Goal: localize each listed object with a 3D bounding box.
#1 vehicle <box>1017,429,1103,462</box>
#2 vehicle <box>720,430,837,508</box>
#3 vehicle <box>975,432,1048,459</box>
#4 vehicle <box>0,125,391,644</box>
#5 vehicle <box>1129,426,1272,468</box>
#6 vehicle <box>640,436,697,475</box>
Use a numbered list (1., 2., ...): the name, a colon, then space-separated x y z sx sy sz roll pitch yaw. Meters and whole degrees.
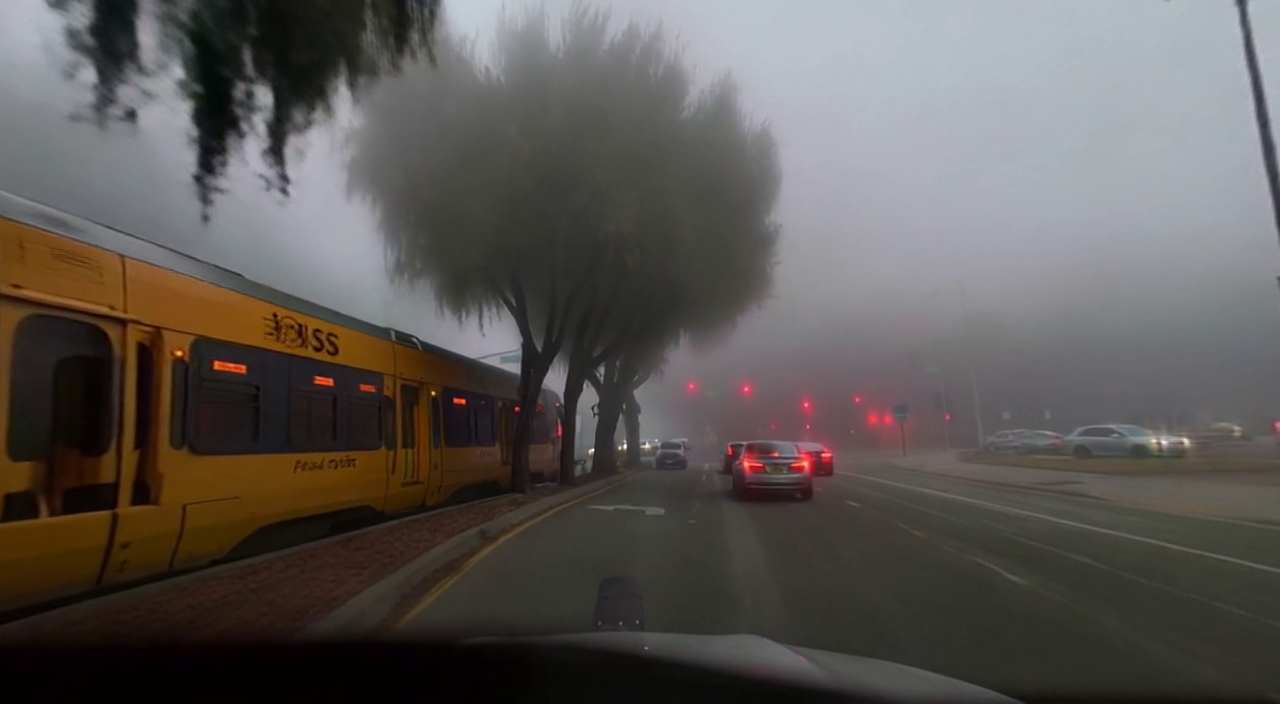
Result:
1. vehicle: 20.798 4.642 31.471 1.831 1.545 3.872 -1 -8 5
2. vehicle: 2.915 2.562 14.295 2.002 1.471 4.337 -1 -8 5
3. vehicle: 21.290 5.383 36.436 1.796 1.434 4.504 -1 -8 5
4. vehicle: -6.166 0.089 3.443 2.897 3.700 13.528 -1 -7 6
5. vehicle: 22.422 3.801 25.574 1.825 1.462 4.764 -3 -8 7
6. vehicle: 1.249 4.234 26.143 2.118 1.478 4.076 -1 -8 6
